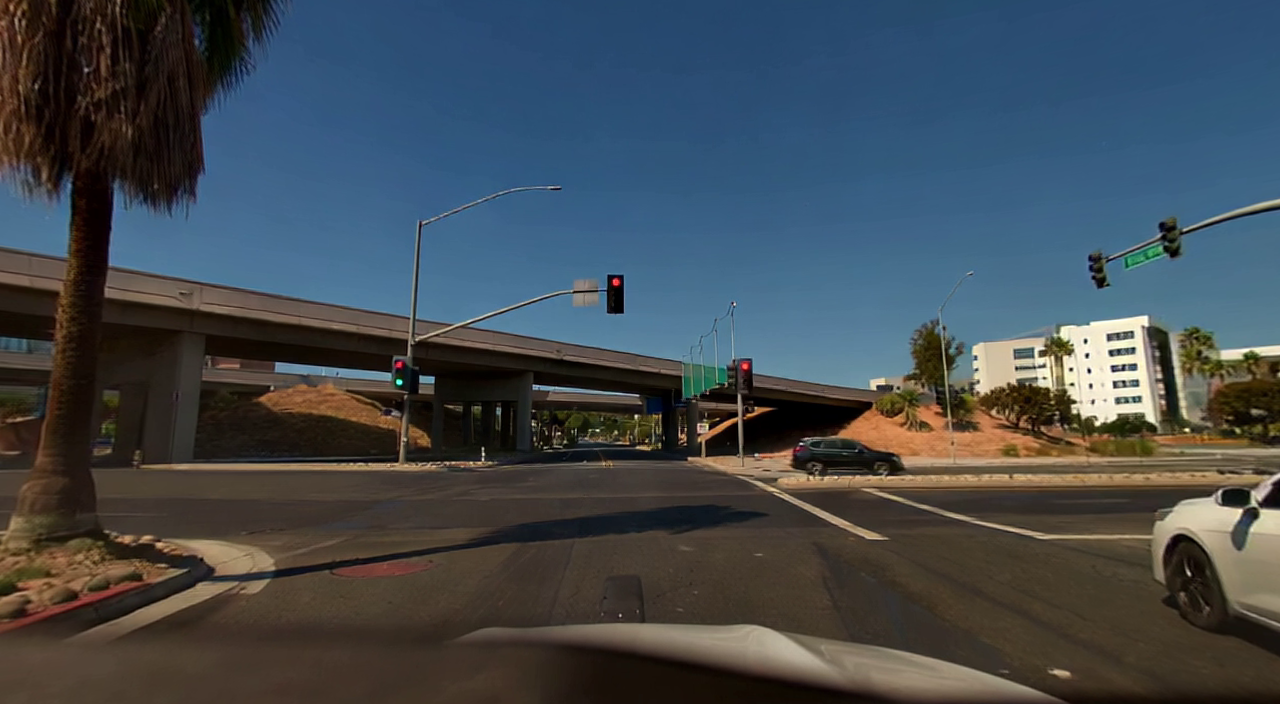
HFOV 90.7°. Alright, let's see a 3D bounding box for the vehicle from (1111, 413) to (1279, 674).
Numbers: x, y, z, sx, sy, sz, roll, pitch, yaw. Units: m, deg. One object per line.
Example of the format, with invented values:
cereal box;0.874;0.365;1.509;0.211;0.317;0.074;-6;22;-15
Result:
vehicle;4.517;0.972;2.758;1.959;1.485;4.628;-2;-9;9
